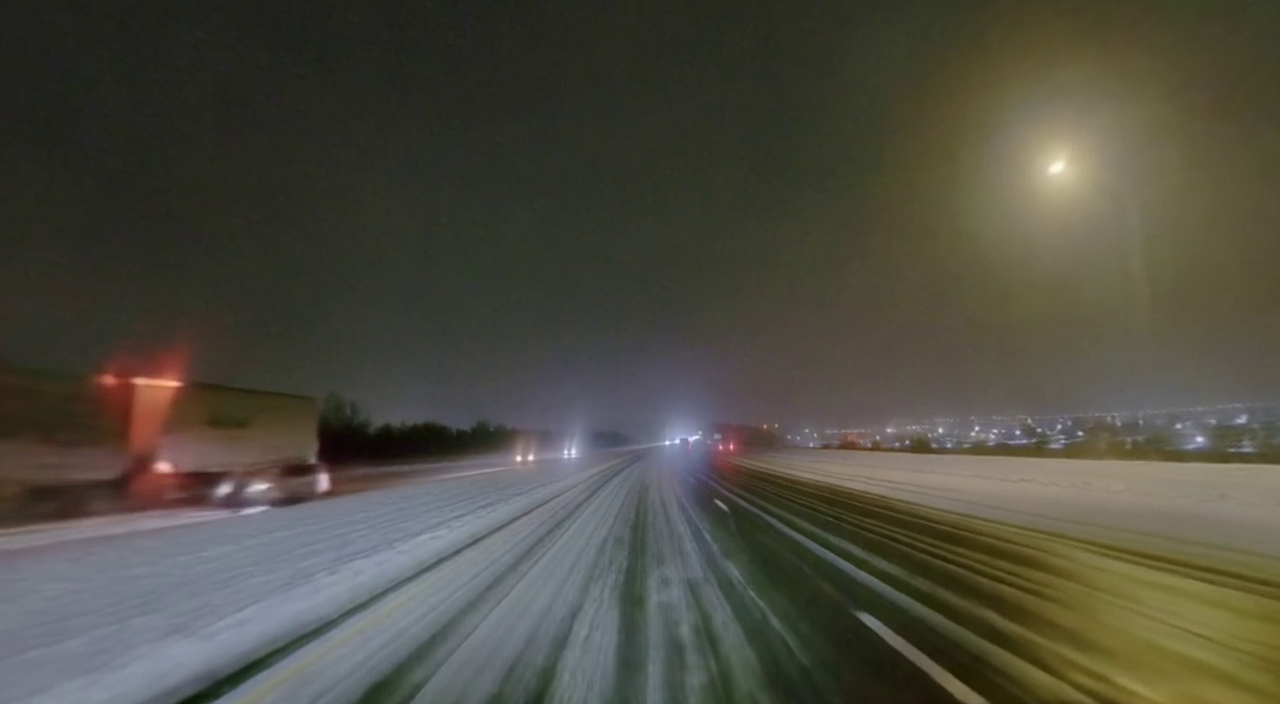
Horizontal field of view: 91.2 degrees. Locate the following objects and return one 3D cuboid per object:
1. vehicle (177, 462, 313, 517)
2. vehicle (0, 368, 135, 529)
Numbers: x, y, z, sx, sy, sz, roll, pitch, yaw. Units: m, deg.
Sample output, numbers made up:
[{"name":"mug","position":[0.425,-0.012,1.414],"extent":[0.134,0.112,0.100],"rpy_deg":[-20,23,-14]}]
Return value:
[{"name":"vehicle","position":[-12.729,4.429,20.574],"extent":[1.834,1.504,3.952],"rpy_deg":[0,-9,1]},{"name":"vehicle","position":[-17.280,2.189,14.114],"extent":[2.968,3.924,10.428],"rpy_deg":[0,-9,1]}]
